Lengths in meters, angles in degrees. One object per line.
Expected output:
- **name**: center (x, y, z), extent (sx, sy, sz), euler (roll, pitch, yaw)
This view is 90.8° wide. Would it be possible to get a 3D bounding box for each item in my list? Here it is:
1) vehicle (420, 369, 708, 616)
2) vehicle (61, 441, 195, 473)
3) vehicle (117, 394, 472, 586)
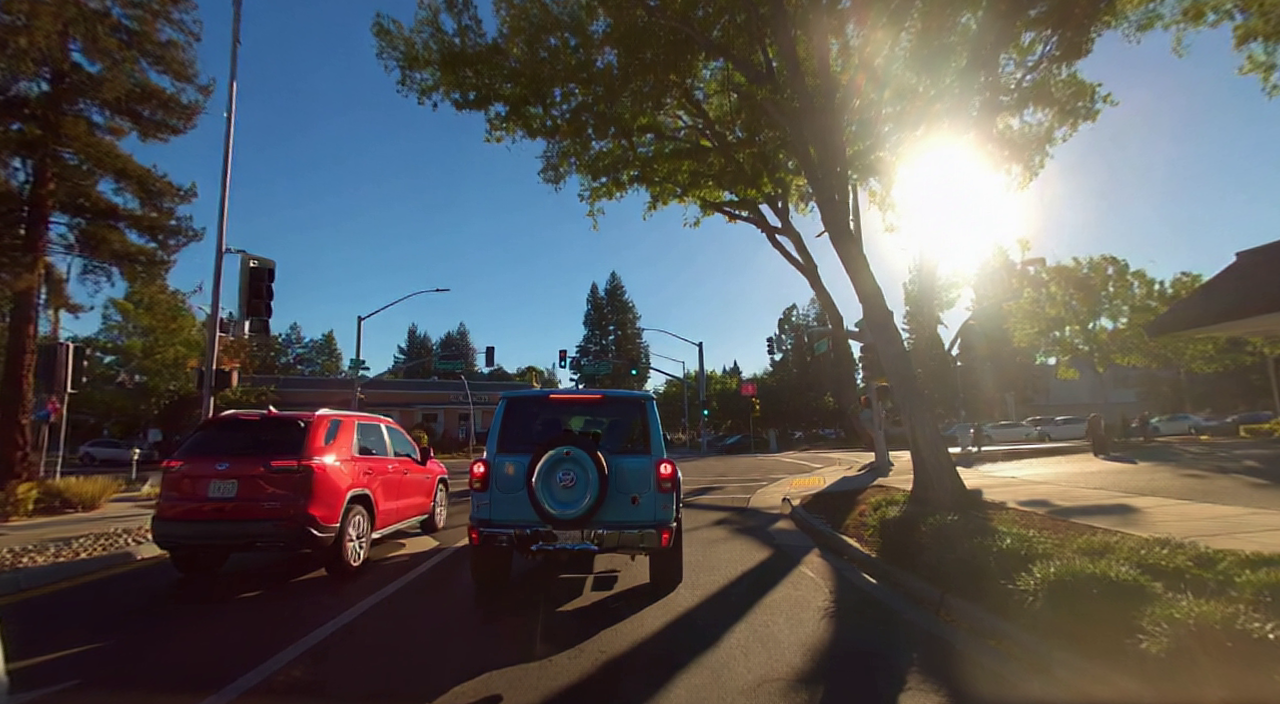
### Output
- **vehicle**: center (-0.628, 1.432, 7.331), extent (2.224, 1.923, 4.643), euler (0, -8, -1)
- **vehicle**: center (-25.237, 5.183, 31.372), extent (4.713, 1.445, 1.887), euler (4, -9, -24)
- **vehicle**: center (-3.906, 1.652, 8.350), extent (2.130, 1.819, 4.497), euler (0, -8, 0)
